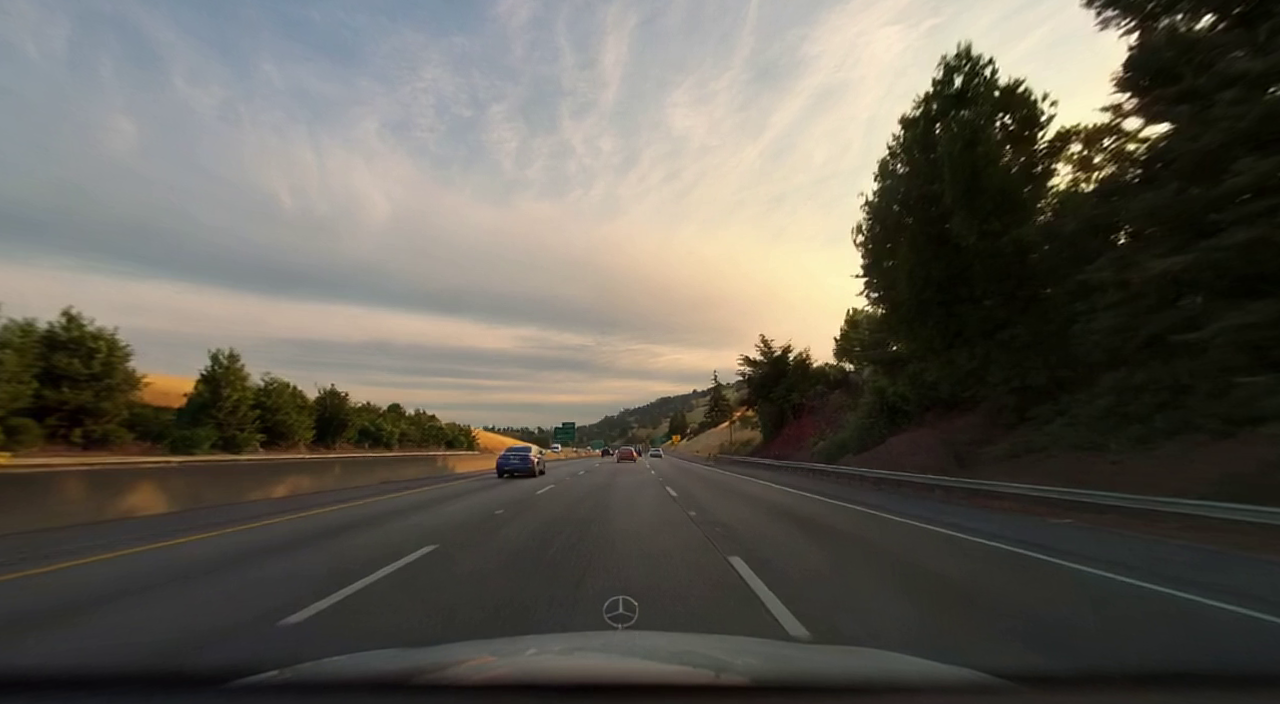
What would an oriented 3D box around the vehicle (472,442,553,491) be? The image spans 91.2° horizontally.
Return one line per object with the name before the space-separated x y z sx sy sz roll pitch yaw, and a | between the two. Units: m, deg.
vehicle | -4.477 4.090 22.826 2.028 1.563 4.734 0 -9 -1
